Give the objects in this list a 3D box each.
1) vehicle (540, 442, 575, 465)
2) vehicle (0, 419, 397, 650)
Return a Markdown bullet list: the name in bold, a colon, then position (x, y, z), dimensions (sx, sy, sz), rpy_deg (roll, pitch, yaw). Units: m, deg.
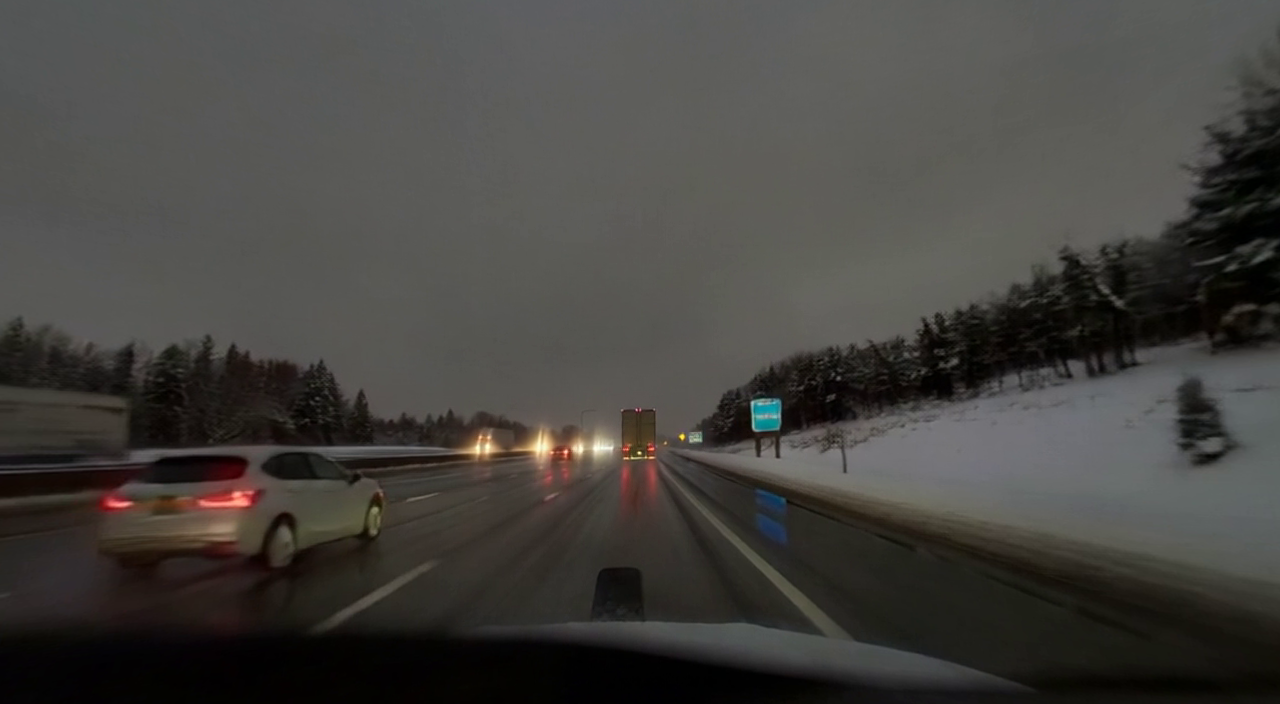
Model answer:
- **vehicle**: position (-6.330, 7.899, 49.108), dimensions (2.067, 1.676, 4.789), rpy_deg (0, -9, 0)
- **vehicle**: position (-4.194, 1.520, 6.199), dimensions (2.024, 1.515, 3.907), rpy_deg (0, -9, 0)
